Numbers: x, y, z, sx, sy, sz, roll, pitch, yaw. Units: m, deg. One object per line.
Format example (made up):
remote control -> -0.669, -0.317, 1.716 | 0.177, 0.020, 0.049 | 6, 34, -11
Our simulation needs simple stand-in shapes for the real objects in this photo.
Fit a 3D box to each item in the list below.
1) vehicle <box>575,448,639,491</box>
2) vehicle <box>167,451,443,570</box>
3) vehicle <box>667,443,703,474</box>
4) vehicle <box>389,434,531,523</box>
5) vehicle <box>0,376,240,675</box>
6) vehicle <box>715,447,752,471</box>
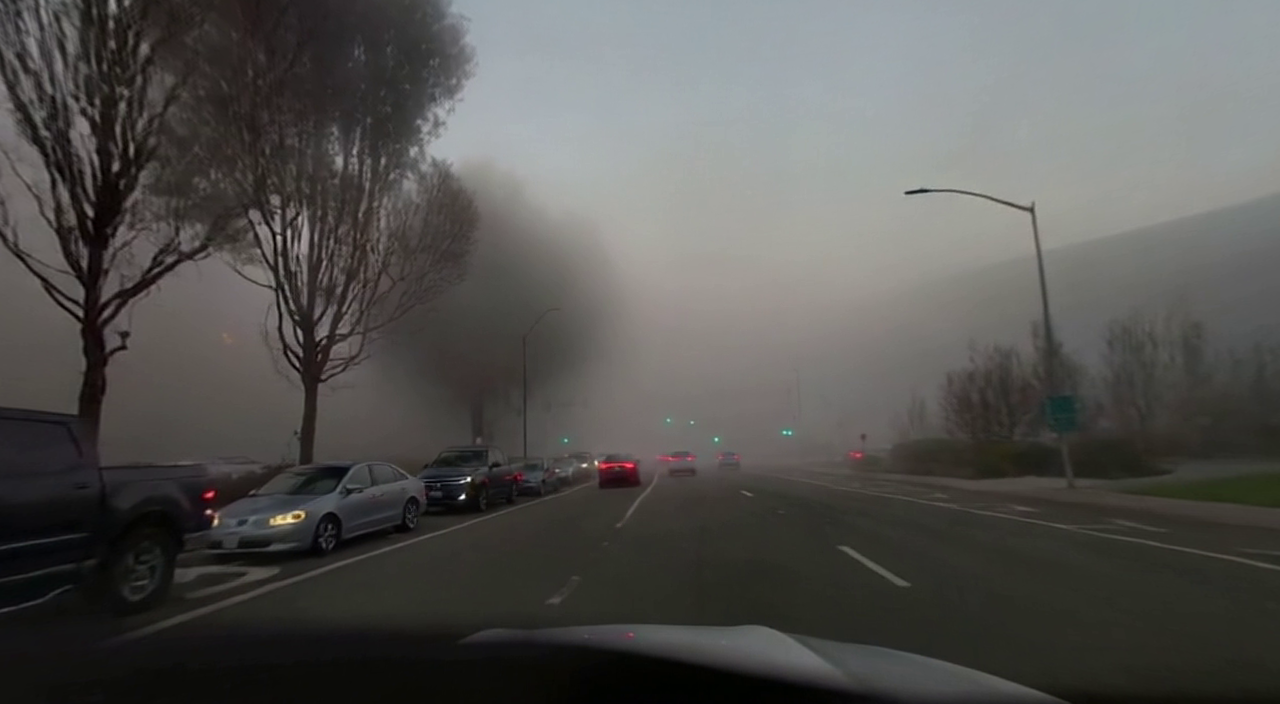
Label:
vehicle -> -1.211, 4.670, 25.395 | 2.205, 1.537, 4.895 | 0, -8, 1
vehicle -> -5.269, 2.501, 10.871 | 1.868, 1.514, 4.870 | 0, -8, 3
vehicle -> 2.799, 6.562, 39.030 | 2.102, 1.815, 4.716 | -1, -8, 4
vehicle -> -4.674, 3.325, 17.116 | 2.142, 1.834, 4.588 | -7, -9, 4
vehicle -> -5.530, 1.236, 4.549 | 2.142, 2.061, 4.750 | 0, -9, -1
vehicle -> 6.858, 7.864, 46.370 | 2.120, 1.497, 4.323 | -4, -9, 2
